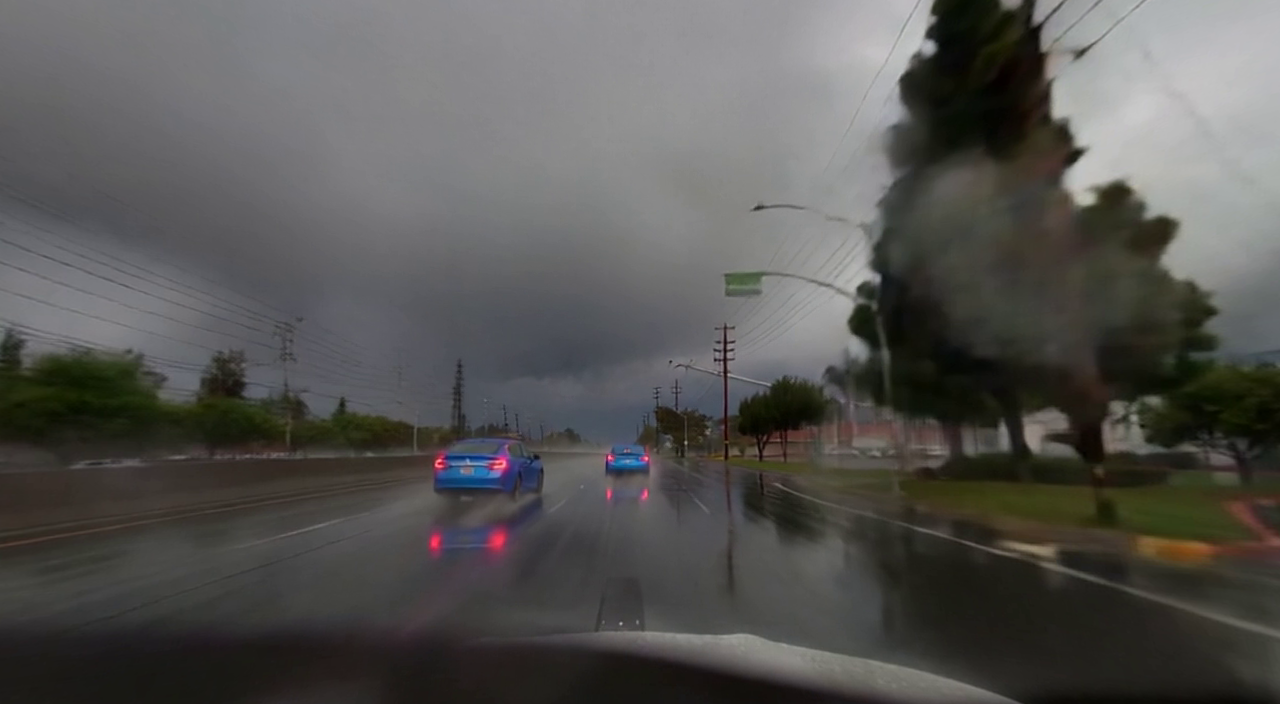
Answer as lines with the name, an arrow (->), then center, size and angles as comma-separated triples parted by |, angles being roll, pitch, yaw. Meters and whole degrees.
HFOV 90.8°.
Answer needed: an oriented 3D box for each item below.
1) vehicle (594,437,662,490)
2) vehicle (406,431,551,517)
vehicle -> -0.370, 3.885, 22.373 | 2.189, 1.652, 4.135 | 0, -8, 0
vehicle -> -3.405, 2.681, 14.470 | 1.985, 1.607, 4.892 | 0, -8, 1
